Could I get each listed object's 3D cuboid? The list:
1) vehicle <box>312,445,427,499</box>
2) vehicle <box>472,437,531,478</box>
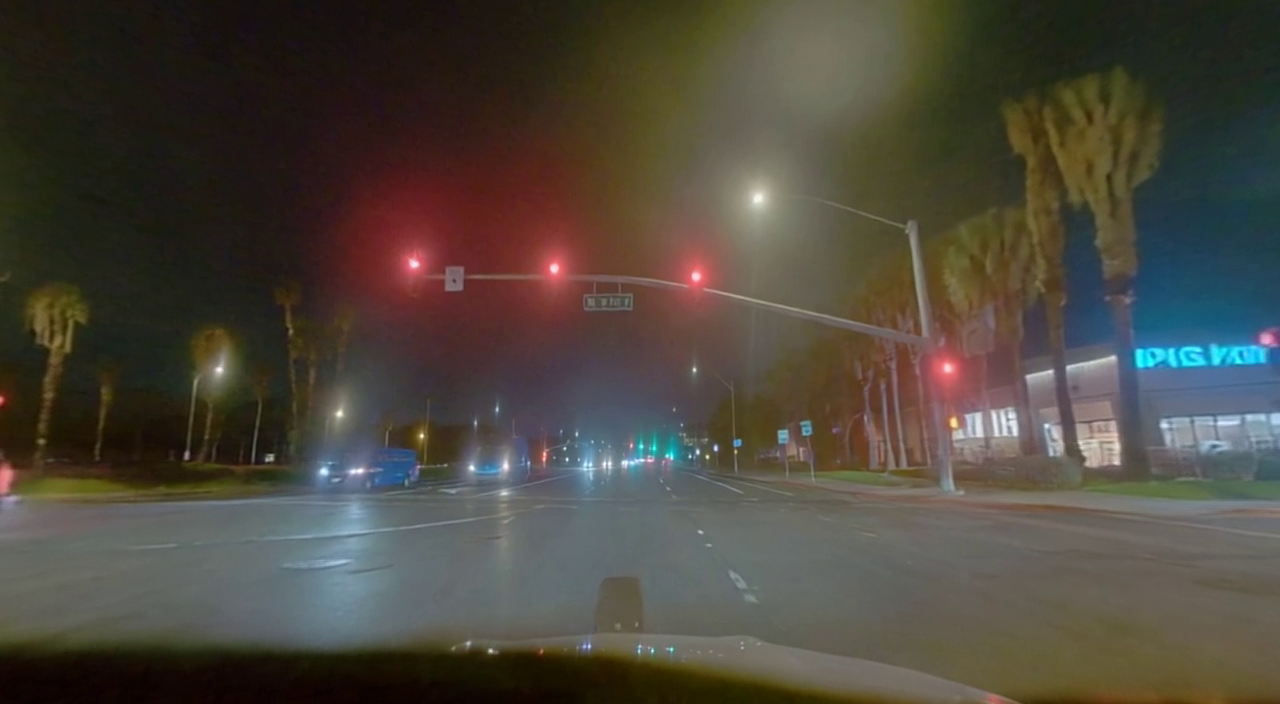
[{"bbox_3d":[-9.354,4.144,22.346,2.074,1.681,4.417,0,-9,1],"label":"vehicle"},{"bbox_3d":[-9.713,7.465,45.090,2.509,2.712,7.034,0,-9,1],"label":"vehicle"}]
